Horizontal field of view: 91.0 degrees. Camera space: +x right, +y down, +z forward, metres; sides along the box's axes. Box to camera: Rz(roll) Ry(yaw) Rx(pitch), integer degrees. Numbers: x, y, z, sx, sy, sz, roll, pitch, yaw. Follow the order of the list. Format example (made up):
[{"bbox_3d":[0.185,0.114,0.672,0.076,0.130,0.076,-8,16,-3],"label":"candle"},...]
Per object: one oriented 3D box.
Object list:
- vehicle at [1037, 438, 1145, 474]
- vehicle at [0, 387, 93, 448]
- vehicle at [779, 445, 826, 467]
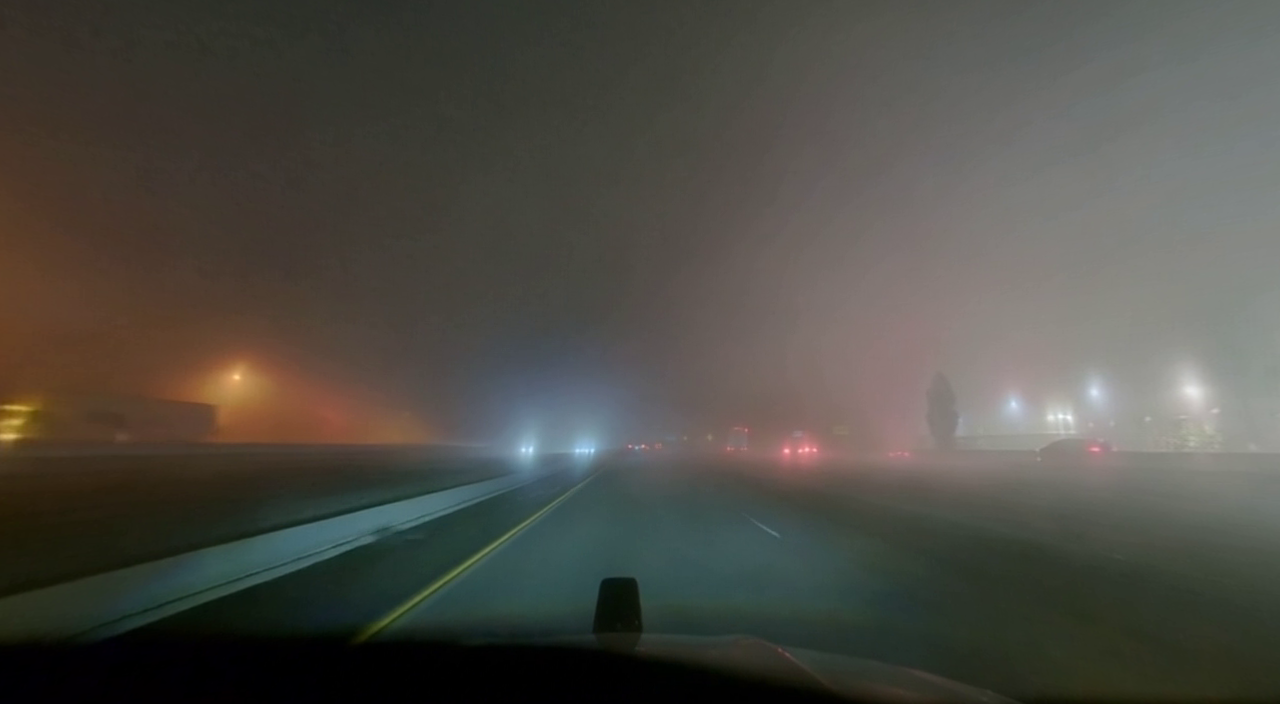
[{"bbox_3d":[25.562,5.876,35.953,2.074,1.881,5.056,1,-8,-5],"label":"vehicle"},{"bbox_3d":[-41.284,4.443,41.548,3.048,3.722,7.897,0,-8,0],"label":"vehicle"},{"bbox_3d":[11.695,7.500,45.559,2.017,1.478,4.364,0,-8,-3],"label":"vehicle"}]
